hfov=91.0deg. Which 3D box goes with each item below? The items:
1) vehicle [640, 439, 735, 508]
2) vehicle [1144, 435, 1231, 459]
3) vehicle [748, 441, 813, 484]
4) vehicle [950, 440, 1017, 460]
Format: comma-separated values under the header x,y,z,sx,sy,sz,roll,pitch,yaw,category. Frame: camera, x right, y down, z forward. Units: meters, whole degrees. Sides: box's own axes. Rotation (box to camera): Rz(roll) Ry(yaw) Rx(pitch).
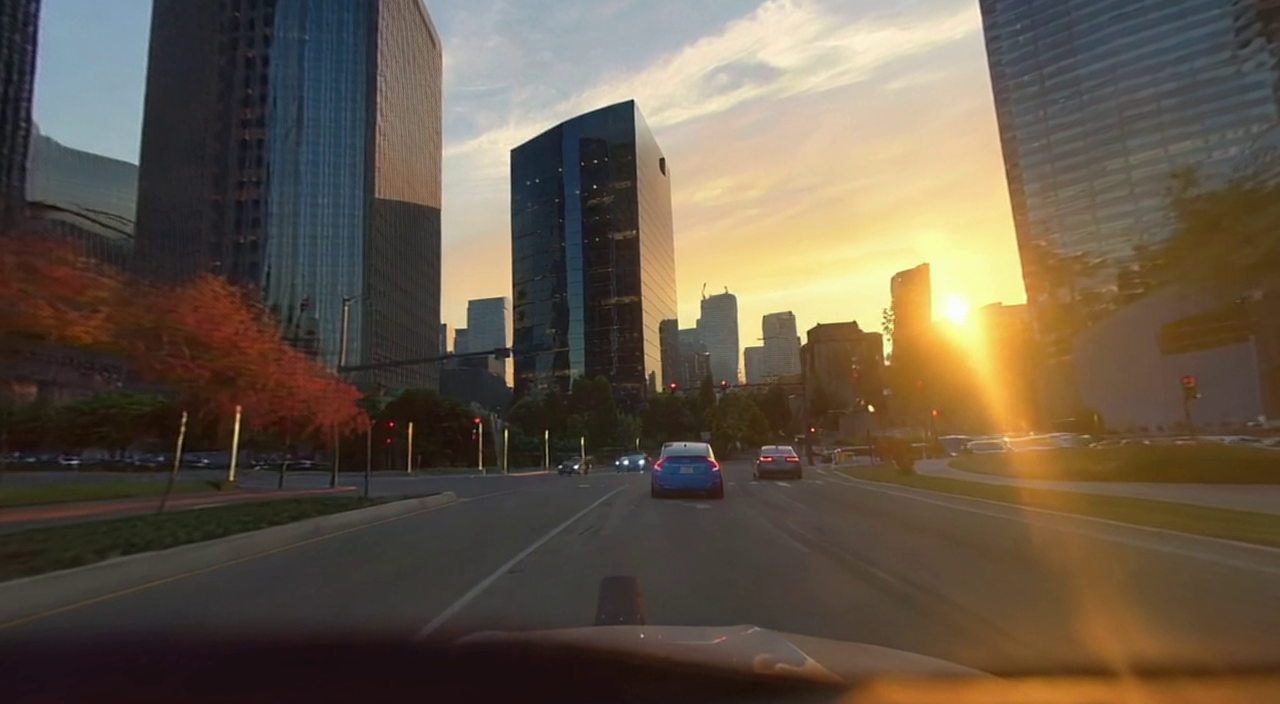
x,y,z,sx,sy,sz,roll,pitch,yaw,category
1.176,3.043,16.134,2.127,1.497,4.020,-1,-9,3,vehicle
39.418,6.876,45.434,4.274,1.503,1.755,-4,-11,9,vehicle
5.342,4.265,24.479,1.916,1.492,3.911,-1,-9,5,vehicle
26.941,7.713,49.542,4.154,1.475,1.862,-2,-9,10,vehicle
